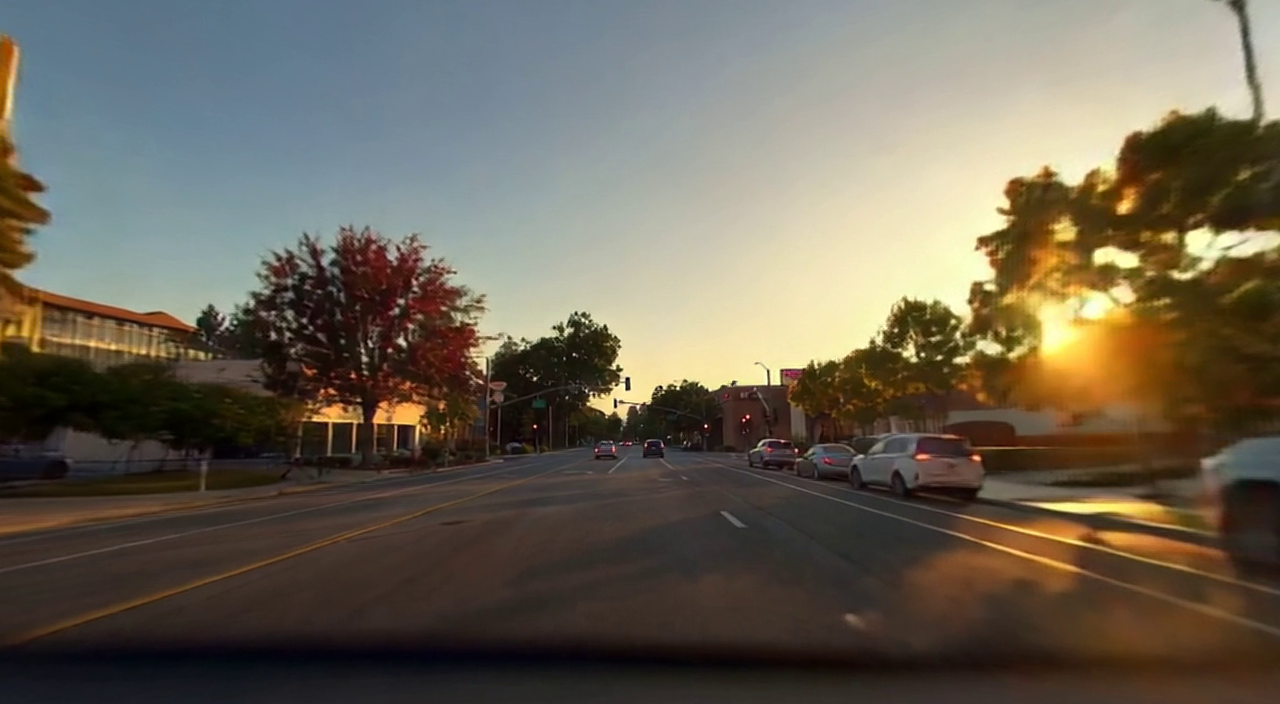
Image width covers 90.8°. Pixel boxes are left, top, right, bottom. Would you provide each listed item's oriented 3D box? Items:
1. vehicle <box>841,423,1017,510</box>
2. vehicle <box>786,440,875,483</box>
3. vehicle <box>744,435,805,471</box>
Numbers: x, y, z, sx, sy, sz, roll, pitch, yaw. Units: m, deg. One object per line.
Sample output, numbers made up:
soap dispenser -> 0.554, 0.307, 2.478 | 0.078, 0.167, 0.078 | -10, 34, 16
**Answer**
vehicle -> 7.155, 2.894, 16.398 | 2.088, 1.848, 4.936 | 0, -9, -2
vehicle -> 7.138, 4.143, 24.236 | 1.922, 1.473, 4.738 | 0, -8, 0
vehicle -> 7.210, 5.481, 34.408 | 2.132, 1.793, 5.003 | 0, -8, -1
